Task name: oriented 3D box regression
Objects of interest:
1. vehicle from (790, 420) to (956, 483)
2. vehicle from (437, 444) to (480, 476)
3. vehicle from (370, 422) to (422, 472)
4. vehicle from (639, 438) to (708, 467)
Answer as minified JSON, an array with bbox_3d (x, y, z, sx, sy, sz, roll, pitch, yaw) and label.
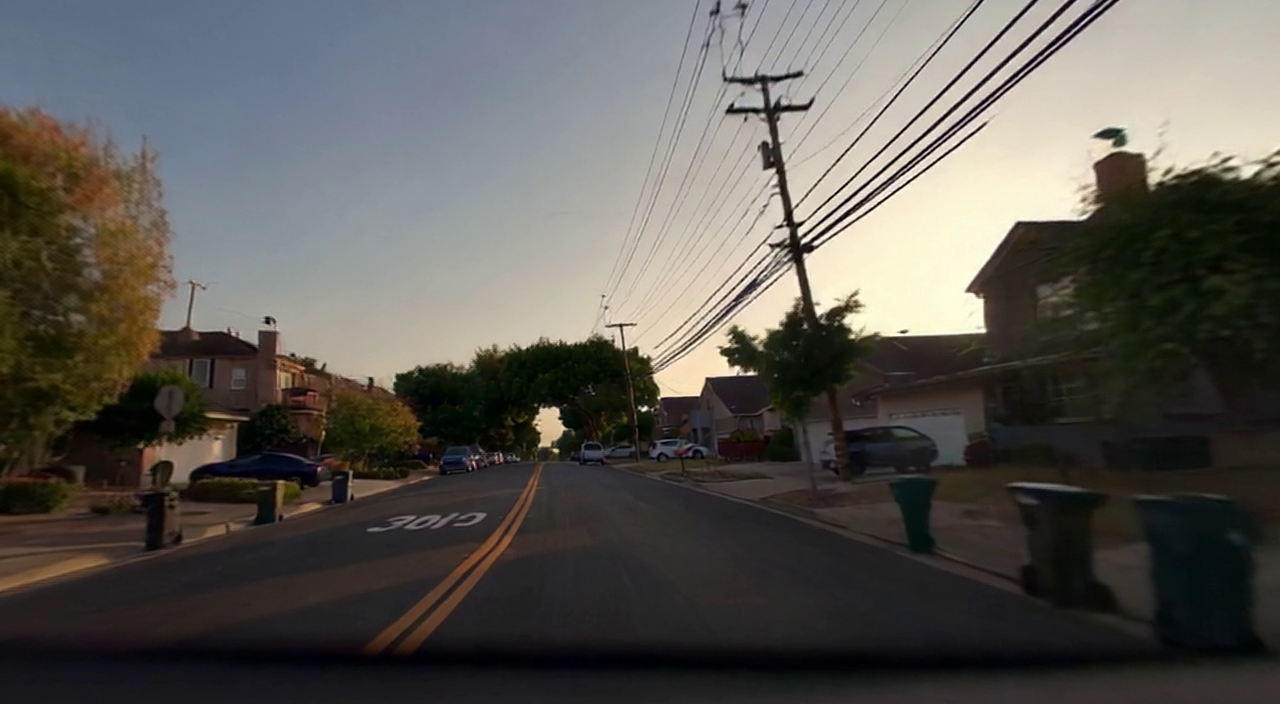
[{"bbox_3d":[7.158,3.077,19.689,4.337,1.768,1.962,0,-8,-7],"label":"vehicle"},{"bbox_3d":[-11.524,6.956,40.336,2.046,1.777,4.473,-2,-11,-8],"label":"vehicle"},{"bbox_3d":[-17.383,6.857,45.486,2.781,3.221,7.995,1,-9,-17],"label":"vehicle"},{"bbox_3d":[2.401,7.316,46.049,4.489,1.812,2.056,0,-13,-13],"label":"vehicle"}]
